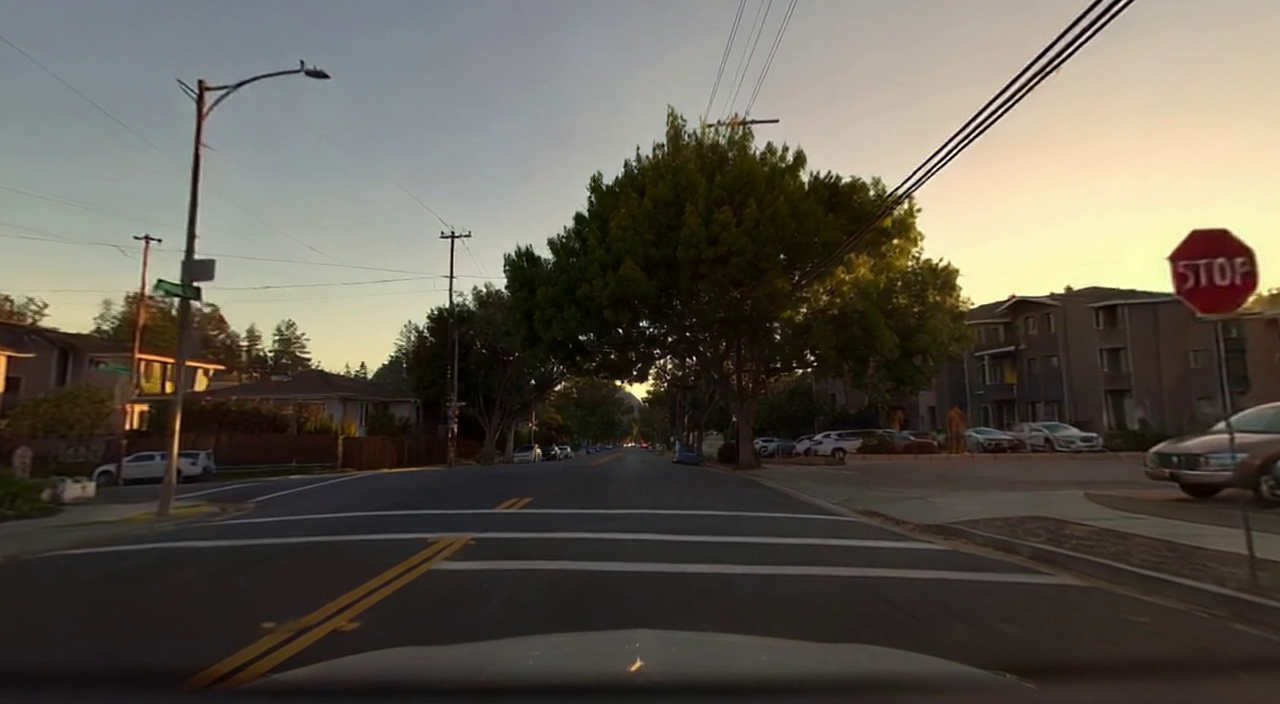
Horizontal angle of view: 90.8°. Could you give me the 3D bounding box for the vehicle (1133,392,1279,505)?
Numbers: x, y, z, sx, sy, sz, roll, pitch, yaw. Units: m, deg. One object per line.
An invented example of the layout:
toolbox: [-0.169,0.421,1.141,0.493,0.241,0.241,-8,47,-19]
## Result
vehicle: [11.493,1.634,10.857,4.451,1.707,1.989,0,-8,-5]

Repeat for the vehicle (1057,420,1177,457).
vehicle: [22.402,4.094,29.800,4.002,1.505,2.061,-1,-10,-5]

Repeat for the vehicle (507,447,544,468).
vehicle: [-8.532,7.921,47.541,2.066,1.472,4.353,0,-8,-2]

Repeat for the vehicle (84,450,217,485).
vehicle: [-22.213,5.247,28.794,4.424,1.486,1.814,0,-8,-2]

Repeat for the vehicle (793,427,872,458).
vehicle: [11.270,5.292,36.879,4.509,1.664,1.981,6,-10,-34]

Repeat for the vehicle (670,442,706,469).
vehicle: [3.251,7.084,43.484,1.993,1.755,4.256,0,-8,-2]
